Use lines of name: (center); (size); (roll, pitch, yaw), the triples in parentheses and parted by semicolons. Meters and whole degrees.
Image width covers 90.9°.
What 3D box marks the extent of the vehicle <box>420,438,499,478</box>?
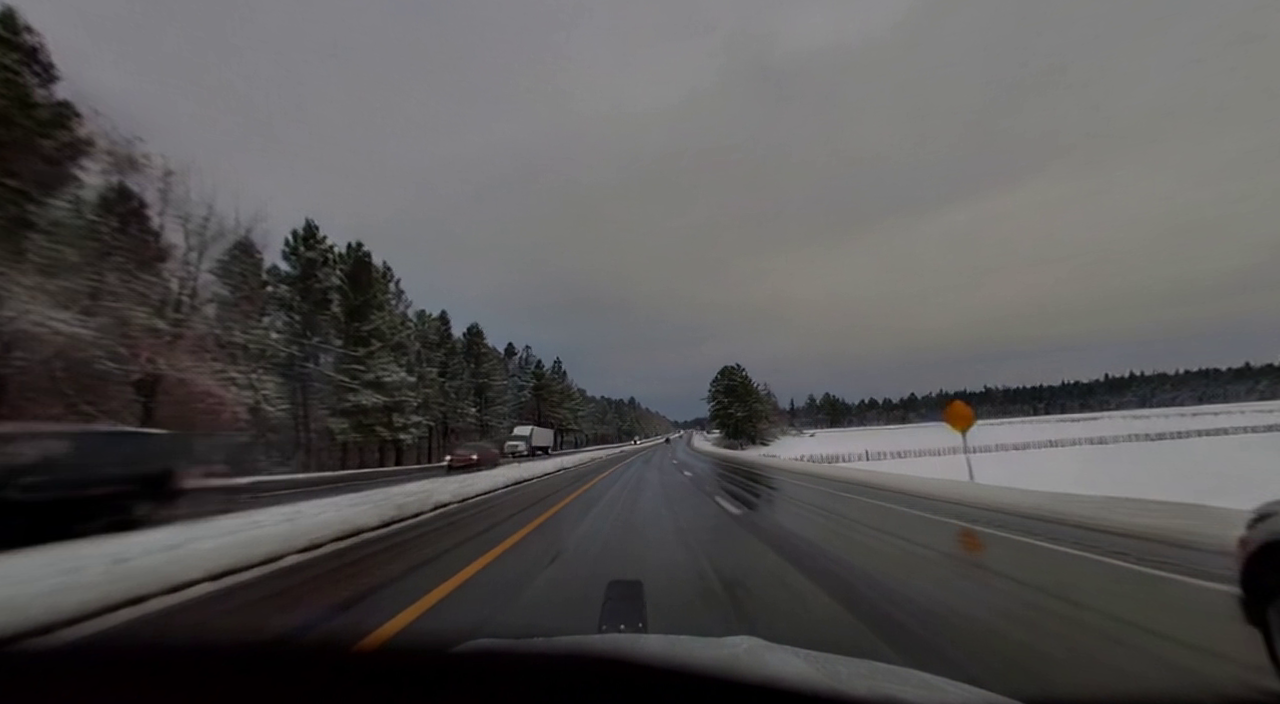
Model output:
vehicle: (-8.575, 5.071, 30.490); (2.287, 1.721, 4.651); (-1, -8, 2)

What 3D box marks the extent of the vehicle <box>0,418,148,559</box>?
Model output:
vehicle: (-8.966, 1.671, 7.648); (2.081, 1.720, 4.709); (-1, -8, 2)
